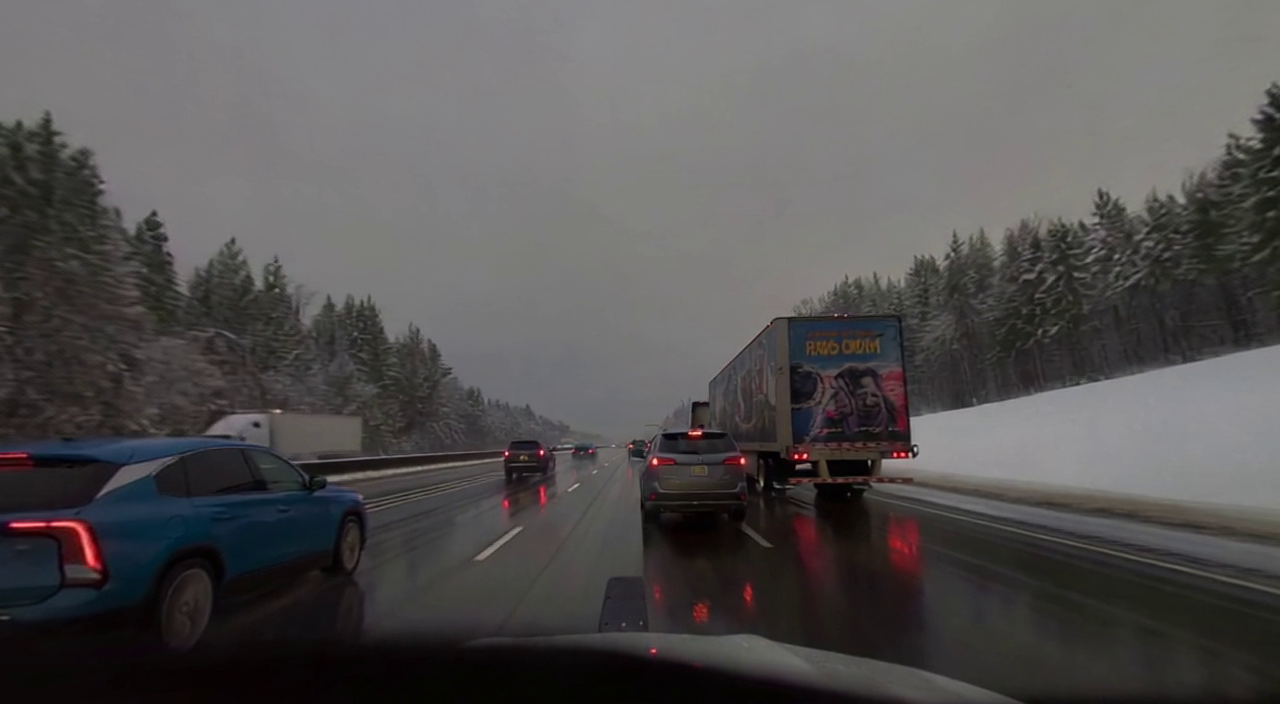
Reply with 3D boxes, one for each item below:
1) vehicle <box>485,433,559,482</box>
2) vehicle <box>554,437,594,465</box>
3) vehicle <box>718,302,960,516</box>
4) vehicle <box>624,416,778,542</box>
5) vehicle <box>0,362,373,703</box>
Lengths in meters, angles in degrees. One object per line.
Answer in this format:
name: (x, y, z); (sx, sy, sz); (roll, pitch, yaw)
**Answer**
vehicle: (-4.191, 3.809, 22.991); (1.905, 1.642, 3.803); (0, -8, 1)
vehicle: (-4.156, 6.319, 40.307); (2.014, 1.683, 4.275); (0, -8, 1)
vehicle: (4.627, 2.050, 19.060); (2.828, 4.081, 14.220); (0, -8, 1)
vehicle: (0.768, 1.955, 10.249); (2.017, 1.662, 3.543); (0, -8, -2)
vehicle: (-3.982, 1.131, 4.657); (1.983, 1.666, 4.452); (0, -8, 1)
